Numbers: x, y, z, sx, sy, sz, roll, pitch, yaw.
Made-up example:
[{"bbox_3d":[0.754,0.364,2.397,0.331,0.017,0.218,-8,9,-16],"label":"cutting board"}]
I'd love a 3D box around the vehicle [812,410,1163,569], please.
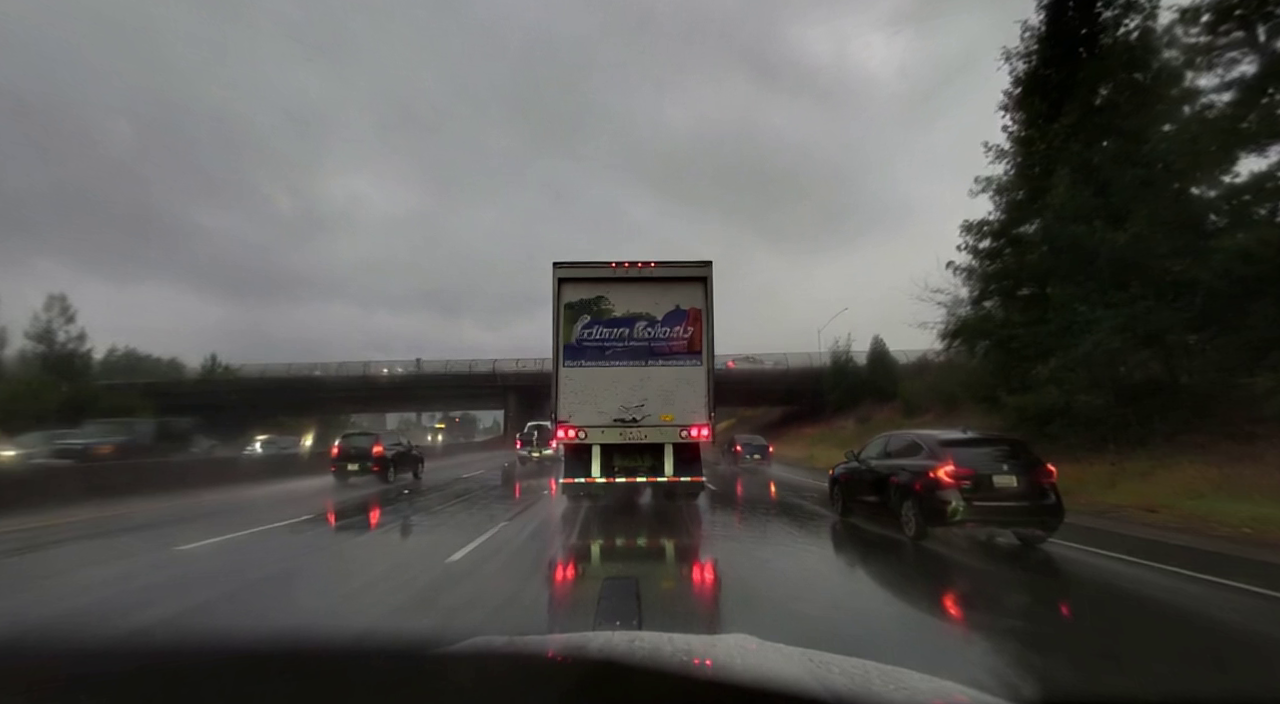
[{"bbox_3d":[4.005,1.640,8.426,2.003,1.519,4.580,0,-8,-1],"label":"vehicle"}]

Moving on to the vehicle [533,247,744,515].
[{"bbox_3d":[-0.113,1.015,13.798,2.911,3.787,9.905,0,-8,-1],"label":"vehicle"}]

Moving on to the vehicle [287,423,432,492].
[{"bbox_3d":[-7.731,2.931,17.912,2.057,1.698,4.550,0,-8,-1],"label":"vehicle"}]

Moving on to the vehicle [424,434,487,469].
[{"bbox_3d":[-8.407,4.542,28.969,1.845,1.488,3.656,0,-8,-1],"label":"vehicle"}]

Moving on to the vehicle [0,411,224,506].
[{"bbox_3d":[-16.358,3.244,19.764,2.446,2.501,5.970,0,-8,0],"label":"vehicle"}]
